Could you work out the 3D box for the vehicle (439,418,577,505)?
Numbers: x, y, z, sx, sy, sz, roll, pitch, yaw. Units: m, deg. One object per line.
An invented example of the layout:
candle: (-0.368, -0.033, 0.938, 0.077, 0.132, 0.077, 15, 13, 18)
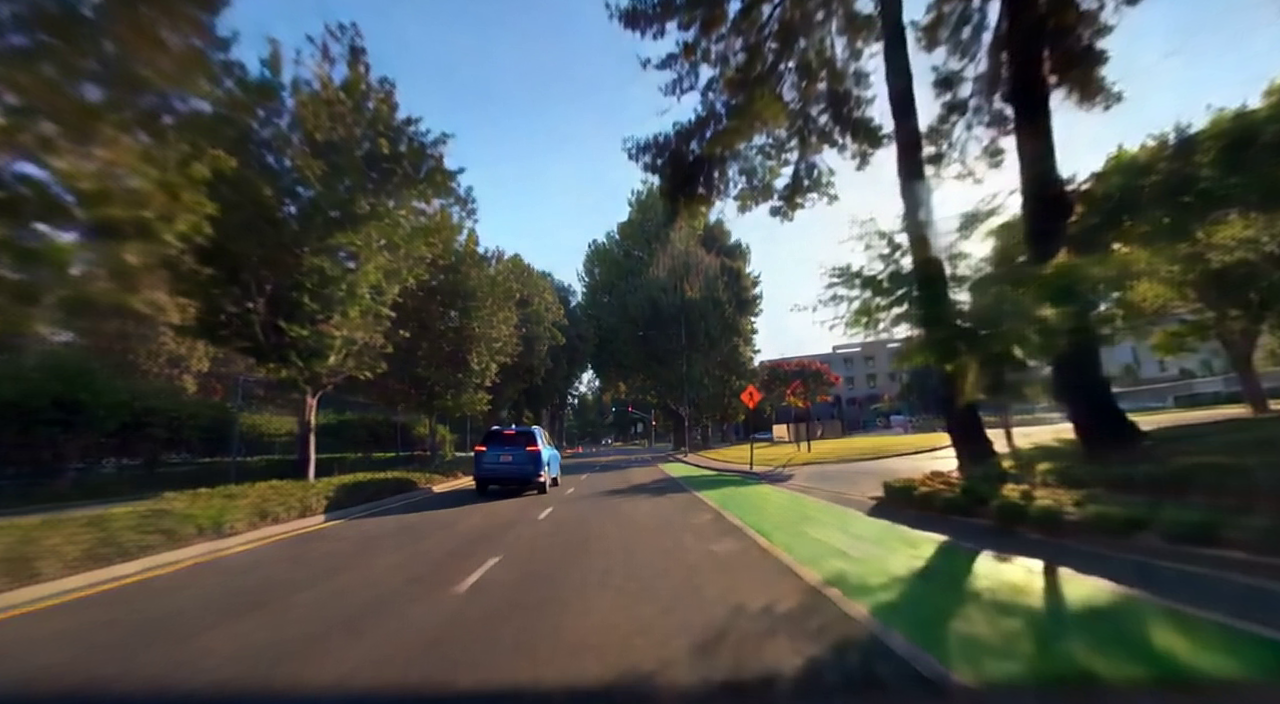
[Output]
vehicle: (-2.968, 2.608, 15.448, 2.339, 1.790, 4.629, 0, -8, 1)
